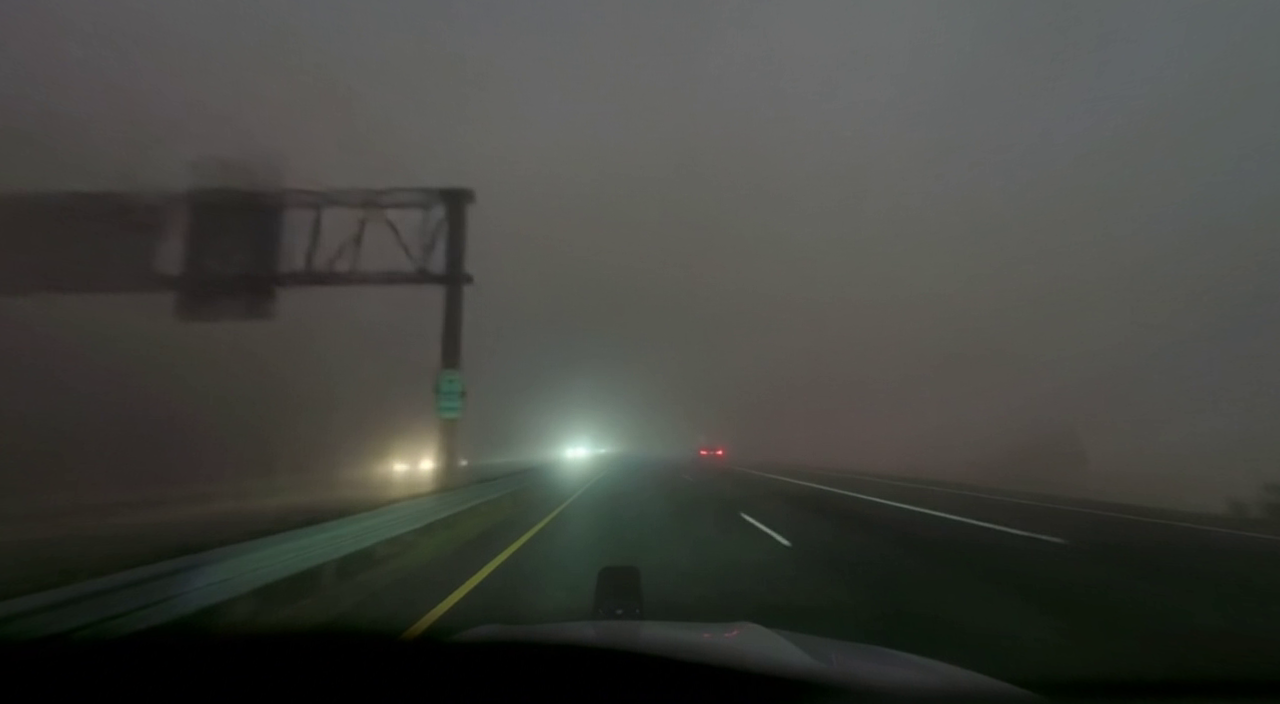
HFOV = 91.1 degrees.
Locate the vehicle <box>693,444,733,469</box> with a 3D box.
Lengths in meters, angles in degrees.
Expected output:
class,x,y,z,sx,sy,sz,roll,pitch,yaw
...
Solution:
class,x,y,z,sx,sy,sz,roll,pitch,yaw
vehicle,4.380,6.377,38.495,1.923,1.408,3.835,0,-9,-1
